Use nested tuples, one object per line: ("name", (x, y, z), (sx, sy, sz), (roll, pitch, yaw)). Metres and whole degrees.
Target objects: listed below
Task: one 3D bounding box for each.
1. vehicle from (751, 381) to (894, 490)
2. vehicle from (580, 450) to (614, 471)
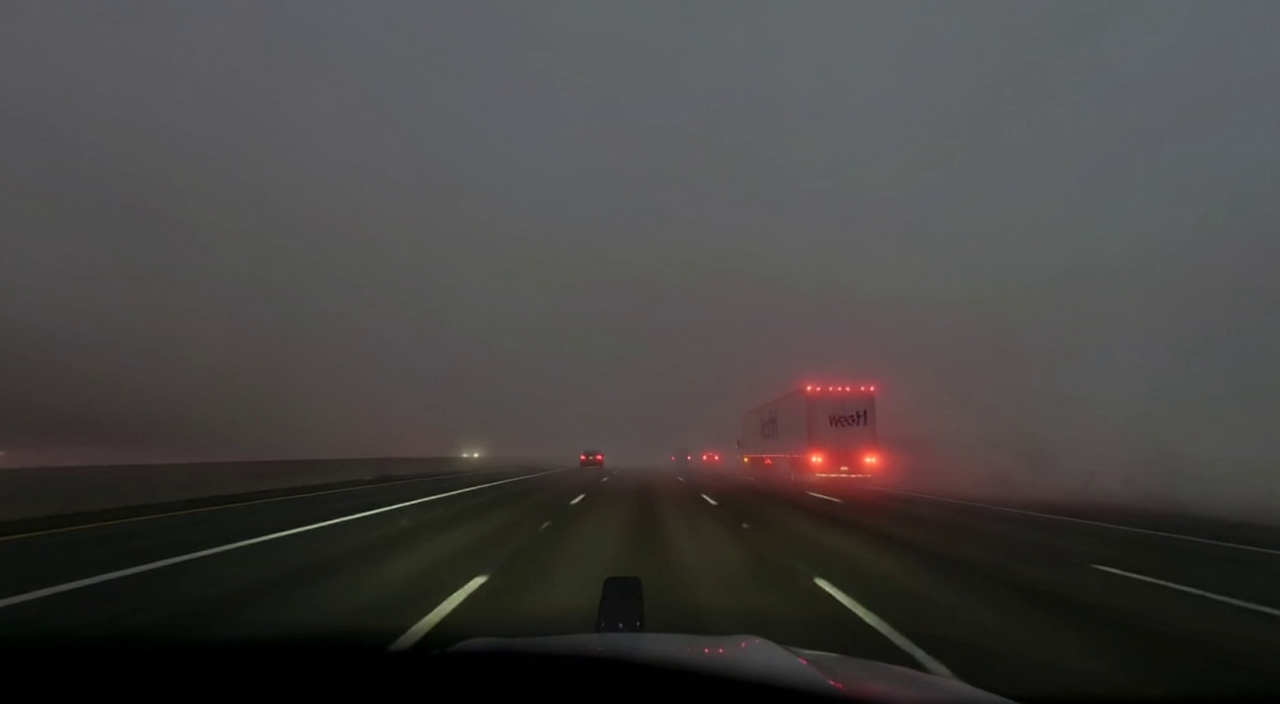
("vehicle", (8.334, 4.338, 31.832), (2.912, 4.143, 15.538), (0, -9, 1))
("vehicle", (-3.190, 8.139, 47.515), (2.164, 1.507, 4.748), (0, -9, 1))
